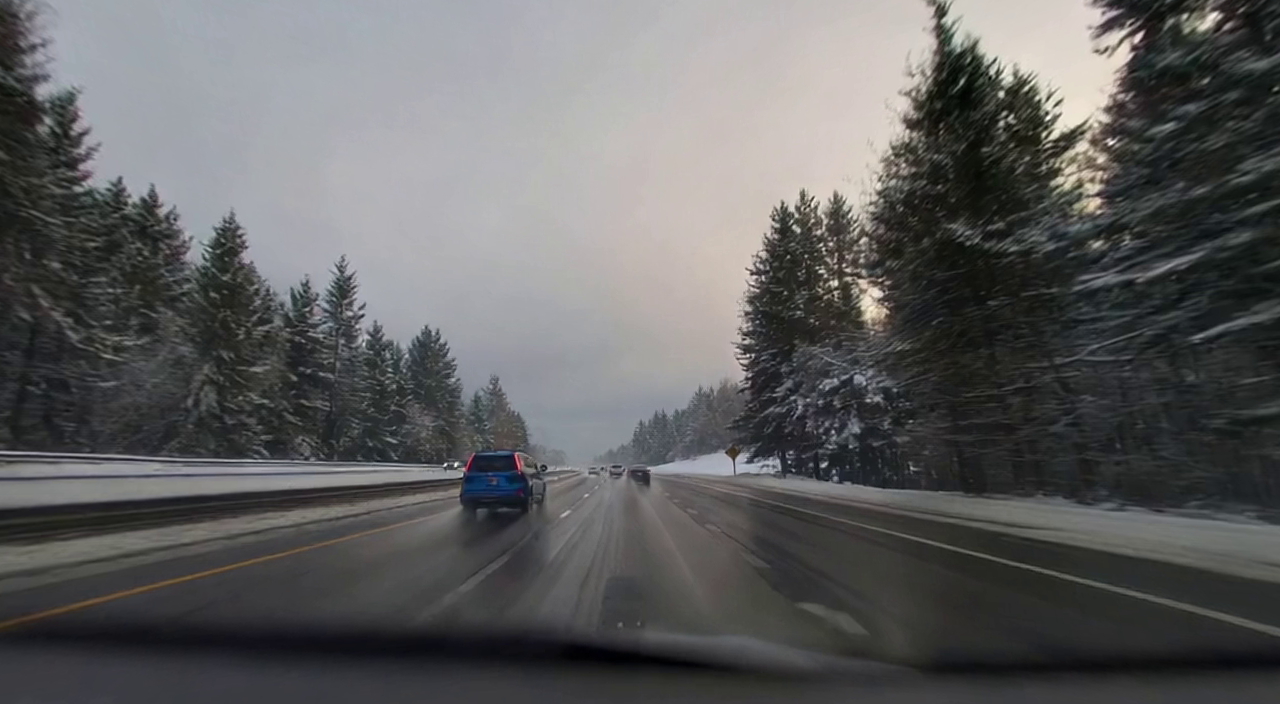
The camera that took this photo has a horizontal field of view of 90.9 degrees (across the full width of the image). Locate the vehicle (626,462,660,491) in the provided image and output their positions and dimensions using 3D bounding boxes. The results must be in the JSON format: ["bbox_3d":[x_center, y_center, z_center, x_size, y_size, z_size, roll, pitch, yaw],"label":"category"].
[{"bbox_3d":[0.142,7.301,37.018,1.905,1.559,3.491,1,-10,-1],"label":"vehicle"}]

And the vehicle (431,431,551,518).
[{"bbox_3d":[-4.034,3.471,18.075,2.237,2.113,4.815,1,-10,0],"label":"vehicle"}]
